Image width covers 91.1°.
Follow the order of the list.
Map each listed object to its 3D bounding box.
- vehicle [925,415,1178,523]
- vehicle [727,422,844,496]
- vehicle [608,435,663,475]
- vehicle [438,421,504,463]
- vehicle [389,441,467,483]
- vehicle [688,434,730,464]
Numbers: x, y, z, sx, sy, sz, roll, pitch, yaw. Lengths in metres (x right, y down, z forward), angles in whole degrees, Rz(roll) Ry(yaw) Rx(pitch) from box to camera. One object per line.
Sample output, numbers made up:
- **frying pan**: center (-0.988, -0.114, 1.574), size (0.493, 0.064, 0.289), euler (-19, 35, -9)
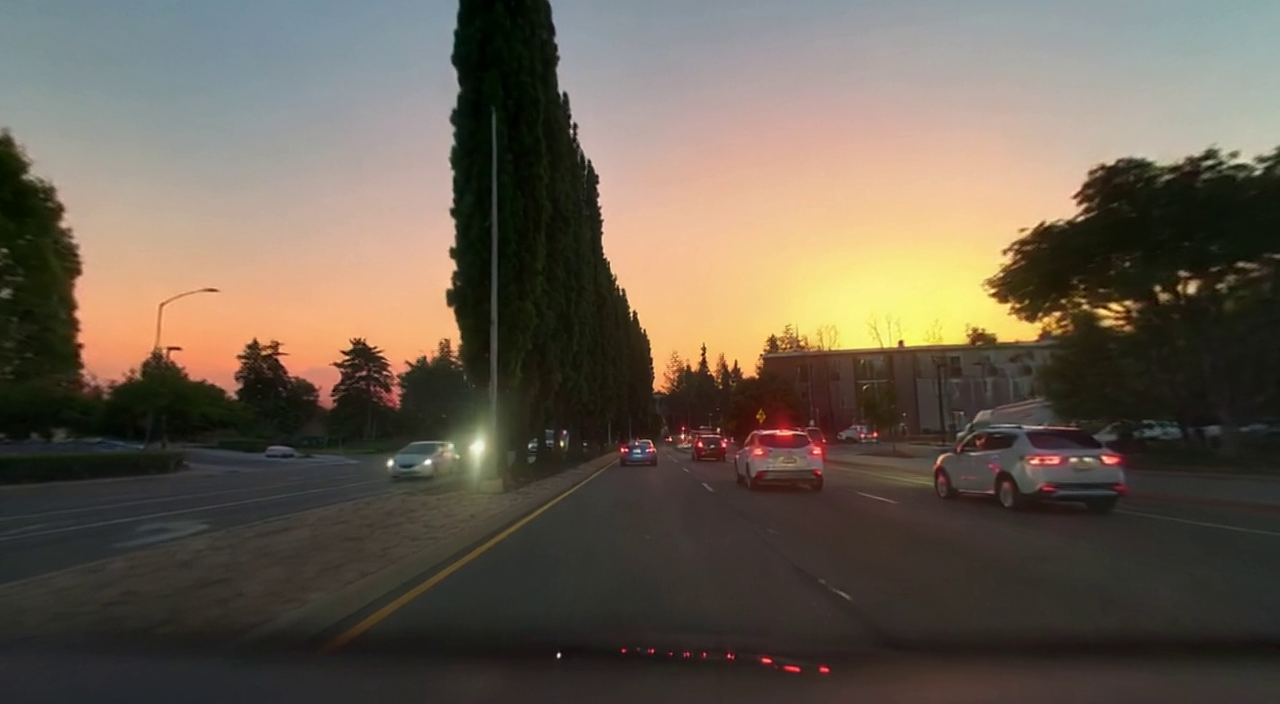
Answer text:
- **vehicle**: center (7.643, 2.221, 12.377), size (2.008, 1.714, 4.407), euler (0, -9, 1)
- **vehicle**: center (3.736, 2.858, 16.987), size (2.130, 1.718, 4.310), euler (0, -9, 0)
- **vehicle**: center (-0.141, 4.266, 26.122), size (2.111, 1.506, 4.018), euler (0, -9, 1)
- **vehicle**: center (-10.930, 5.929, 41.083), size (2.585, 2.507, 5.743), euler (0, -9, 1)
- **vehicle**: center (-7.844, 4.091, 23.546), size (1.617, 1.448, 3.609), euler (0, -9, 1)
- **vehicle**: center (4.116, 5.899, 38.135), size (1.982, 1.709, 4.427), euler (0, -9, 0)
